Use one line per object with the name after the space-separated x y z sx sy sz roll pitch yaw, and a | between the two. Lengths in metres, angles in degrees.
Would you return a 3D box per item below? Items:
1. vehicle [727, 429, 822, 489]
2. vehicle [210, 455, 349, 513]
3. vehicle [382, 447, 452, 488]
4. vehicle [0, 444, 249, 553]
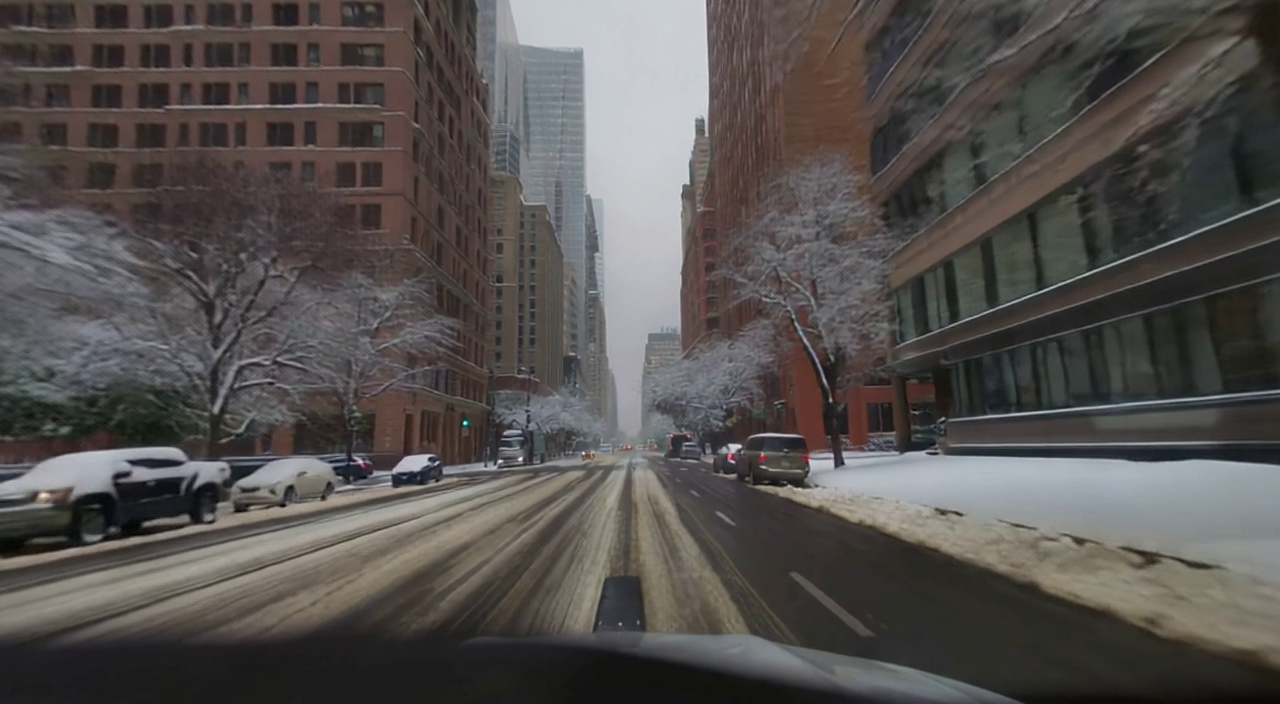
4.681 3.808 22.957 2.237 1.908 5.320 0 -8 -1 | vehicle
-11.340 4.151 20.300 2.007 1.511 4.280 -4 -9 0 | vehicle
-11.221 5.820 32.159 2.039 1.770 4.445 -3 -9 -1 | vehicle
-11.294 3.030 13.985 1.970 1.828 5.519 -3 -8 -2 | vehicle
